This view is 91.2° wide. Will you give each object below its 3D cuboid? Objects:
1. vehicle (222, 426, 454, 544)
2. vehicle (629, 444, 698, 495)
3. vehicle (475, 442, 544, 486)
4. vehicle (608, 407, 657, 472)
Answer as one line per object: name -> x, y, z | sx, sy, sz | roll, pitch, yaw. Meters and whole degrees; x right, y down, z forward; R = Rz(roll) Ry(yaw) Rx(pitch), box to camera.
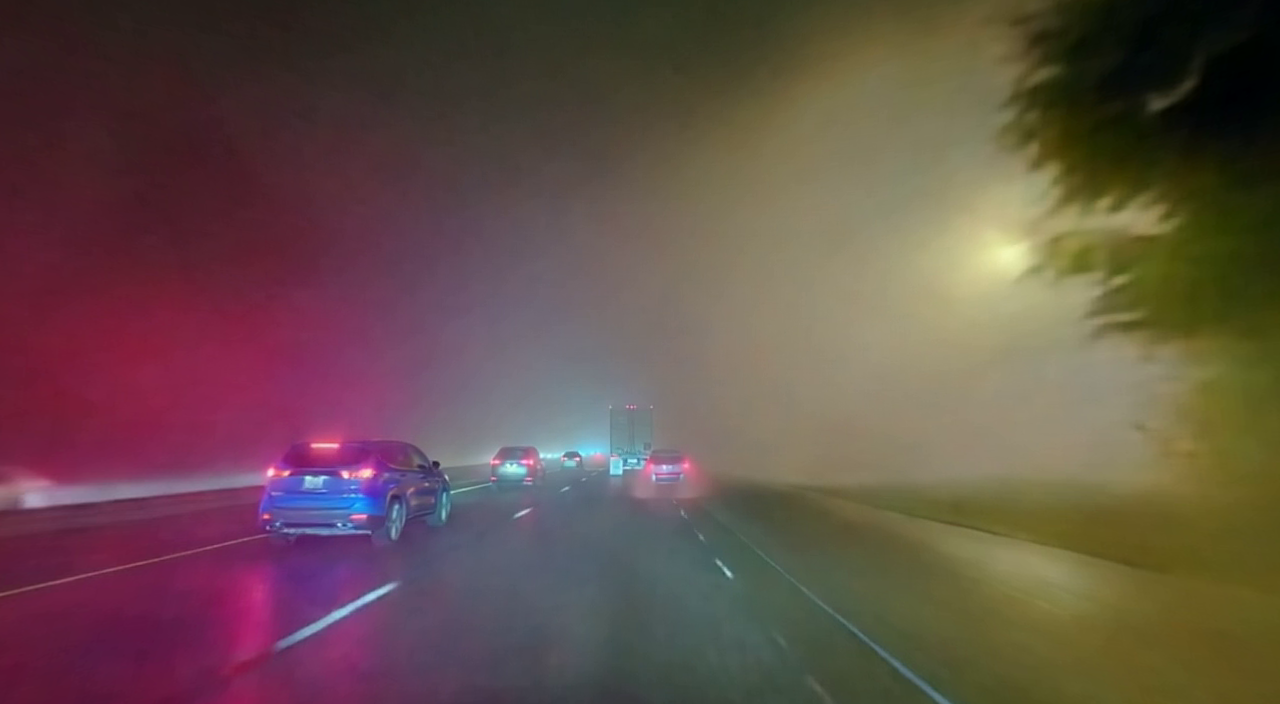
vehicle -> -4.968, 2.241, 11.154 | 2.100, 1.671, 4.105 | 0, -9, -1
vehicle -> 0.674, 3.862, 20.974 | 2.026, 1.489, 4.045 | 0, -9, -2
vehicle -> -5.272, 4.583, 25.930 | 2.035, 1.664, 4.064 | 0, -9, -1
vehicle -> -0.745, 6.367, 45.109 | 3.113, 4.066, 10.786 | 0, -9, -3
